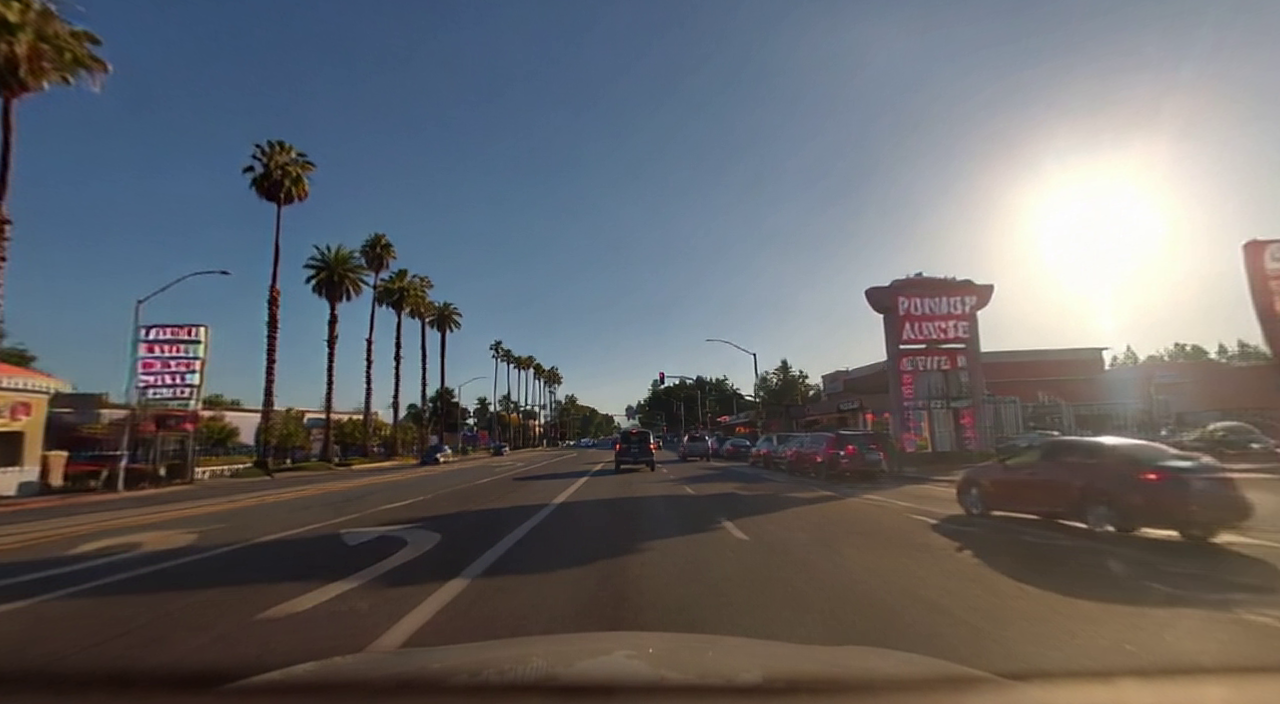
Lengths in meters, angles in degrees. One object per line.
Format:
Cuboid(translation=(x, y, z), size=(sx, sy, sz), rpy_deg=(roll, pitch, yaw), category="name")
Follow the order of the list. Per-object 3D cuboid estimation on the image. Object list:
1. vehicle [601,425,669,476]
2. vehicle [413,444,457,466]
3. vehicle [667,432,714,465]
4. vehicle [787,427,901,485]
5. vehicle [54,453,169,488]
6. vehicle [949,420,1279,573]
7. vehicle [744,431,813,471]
Cuboid(translation=(-0.232, 3.942, 25.299), size=(2.428, 1.816, 4.959), rpy_deg=(0, -9, -1), category="vehicle")
Cuboid(translation=(-15.238, 7.693, 47.235), size=(1.875, 1.513, 4.260), rpy_deg=(0, -9, -1), category="vehicle")
Cuboid(translation=(2.827, 5.542, 36.344), size=(2.187, 1.777, 4.444), rpy_deg=(0, -9, -2), category="vehicle")
Cuboid(translation=(6.495, 3.391, 20.797), size=(2.100, 1.675, 4.536), rpy_deg=(0, -9, -2), category="vehicle")
Cuboid(translation=(-27.929, 6.257, 33.502), size=(4.139, 1.702, 2.040), rpy_deg=(0, -9, -3), category="vehicle")
Cuboid(translation=(6.592, 1.786, 8.724), size=(2.038, 1.476, 5.032), rpy_deg=(0, -9, -1), category="vehicle")
Cuboid(translation=(6.366, 4.619, 29.625), size=(2.001, 1.692, 4.800), rpy_deg=(0, -9, -2), category="vehicle")
